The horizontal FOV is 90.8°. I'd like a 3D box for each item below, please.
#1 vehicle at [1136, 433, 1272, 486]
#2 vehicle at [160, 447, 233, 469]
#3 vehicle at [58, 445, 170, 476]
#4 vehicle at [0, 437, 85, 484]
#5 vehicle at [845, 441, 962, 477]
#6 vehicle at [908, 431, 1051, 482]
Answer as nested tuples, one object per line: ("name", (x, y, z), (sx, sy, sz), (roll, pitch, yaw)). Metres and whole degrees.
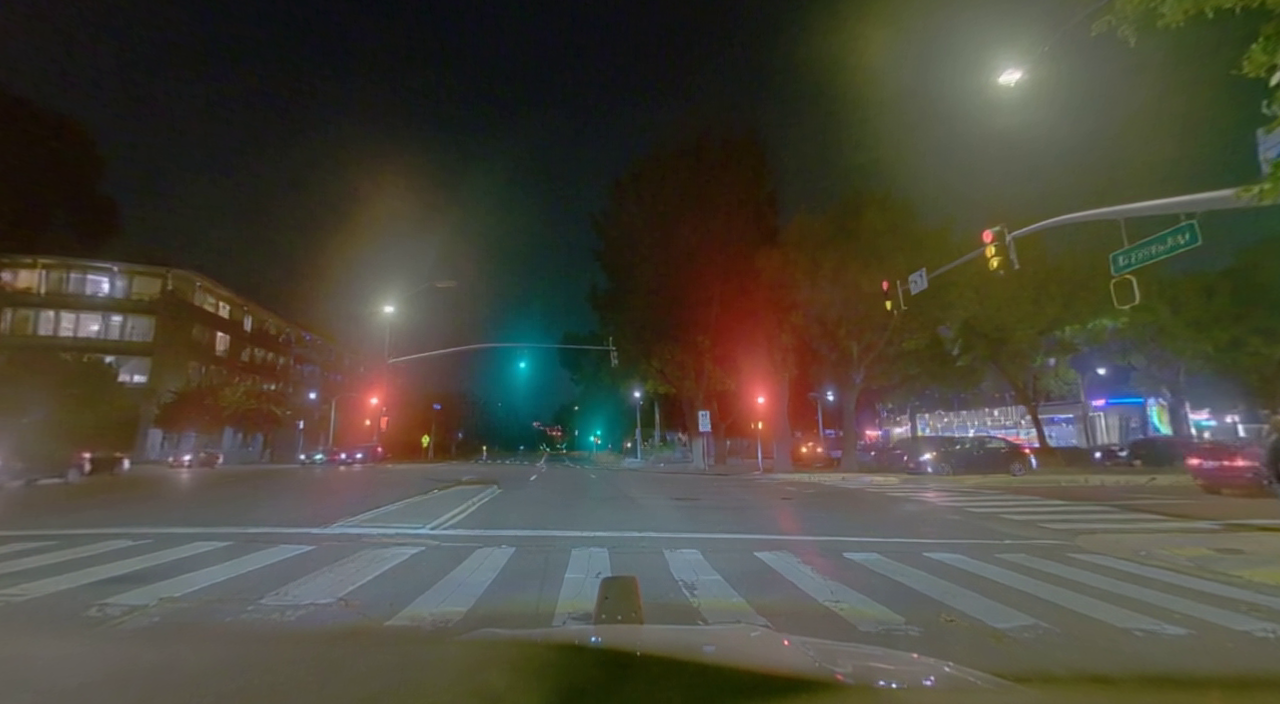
("vehicle", (18.425, 3.451, 20.607), (4.312, 1.540, 2.007), (5, -10, -31))
("vehicle", (-31.269, 7.476, 44.724), (1.811, 1.438, 4.812), (0, -8, -2))
("vehicle", (-27.257, 5.621, 32.988), (2.006, 1.459, 4.720), (0, -8, -4))
("vehicle", (-23.341, 3.951, 23.167), (2.056, 1.604, 4.436), (0, -8, -3))
("vehicle", (11.446, 4.629, 27.574), (4.317, 1.491, 1.896), (1, -9, -11))
("vehicle", (12.900, 3.927, 24.052), (4.742, 1.762, 2.180), (3, -9, -22))
